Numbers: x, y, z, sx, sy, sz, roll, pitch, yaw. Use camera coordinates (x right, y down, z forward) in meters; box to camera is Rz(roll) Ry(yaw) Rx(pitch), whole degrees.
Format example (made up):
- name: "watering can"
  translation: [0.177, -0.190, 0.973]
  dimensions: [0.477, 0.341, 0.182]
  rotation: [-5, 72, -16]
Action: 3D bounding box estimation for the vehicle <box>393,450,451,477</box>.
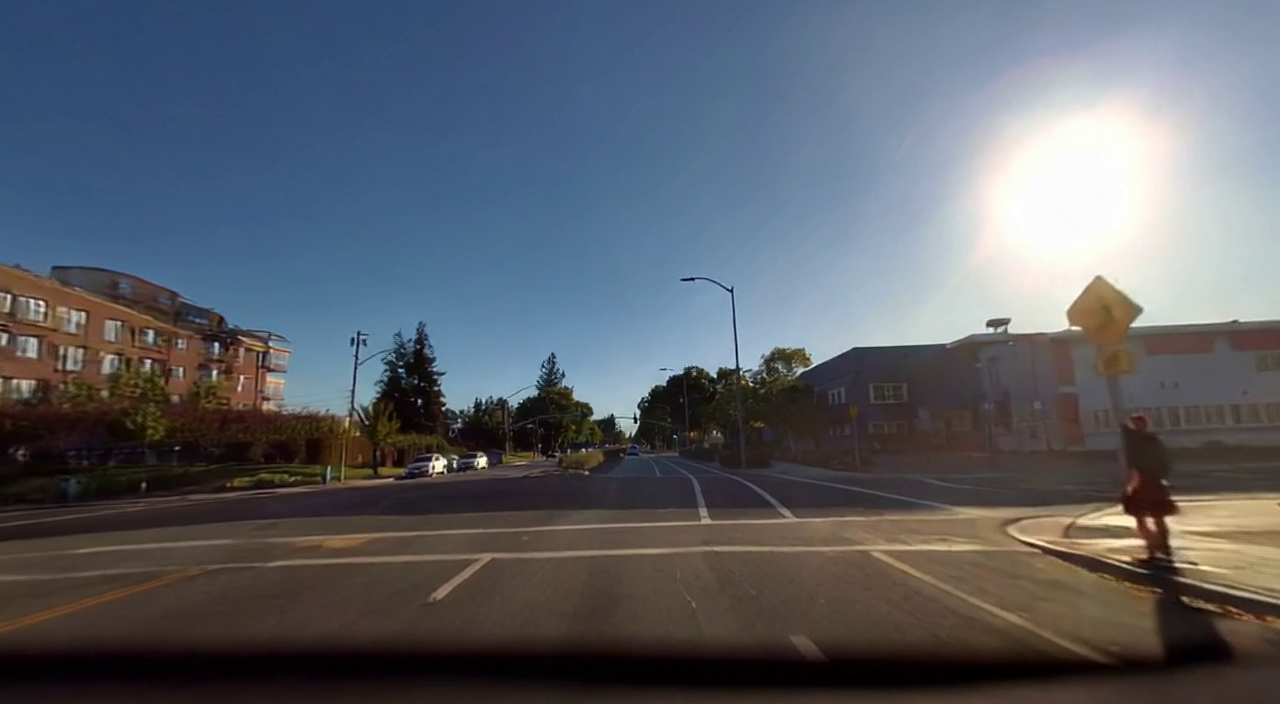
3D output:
- name: "vehicle"
  translation: [-14.619, 7.534, 42.624]
  dimensions: [2.085, 1.685, 4.523]
  rotation: [-1, -10, 4]
